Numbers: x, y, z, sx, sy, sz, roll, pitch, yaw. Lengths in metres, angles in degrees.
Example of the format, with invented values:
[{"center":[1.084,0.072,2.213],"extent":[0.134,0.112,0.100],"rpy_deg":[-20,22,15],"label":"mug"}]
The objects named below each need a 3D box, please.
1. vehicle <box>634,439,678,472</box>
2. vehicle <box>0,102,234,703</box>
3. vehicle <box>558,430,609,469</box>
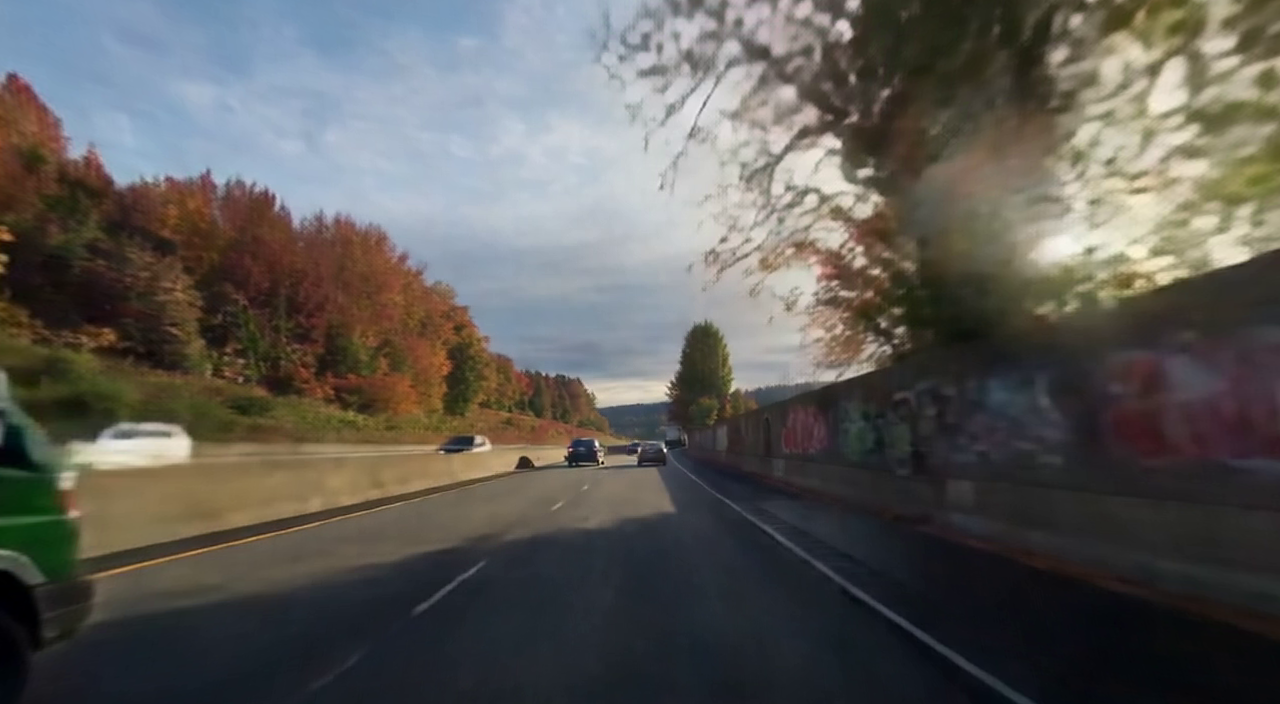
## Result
[{"center":[0.781,5.102,31.240],"extent":[2.071,1.487,3.948],"rpy_deg":[0,-8,1],"label":"vehicle"},{"center":[-3.881,0.038,0.869],"extent":[2.297,2.687,6.317],"rpy_deg":[0,-8,1],"label":"vehicle"},{"center":[-3.090,5.446,35.355],"extent":[2.199,1.973,5.078],"rpy_deg":[0,-8,2],"label":"vehicle"}]
